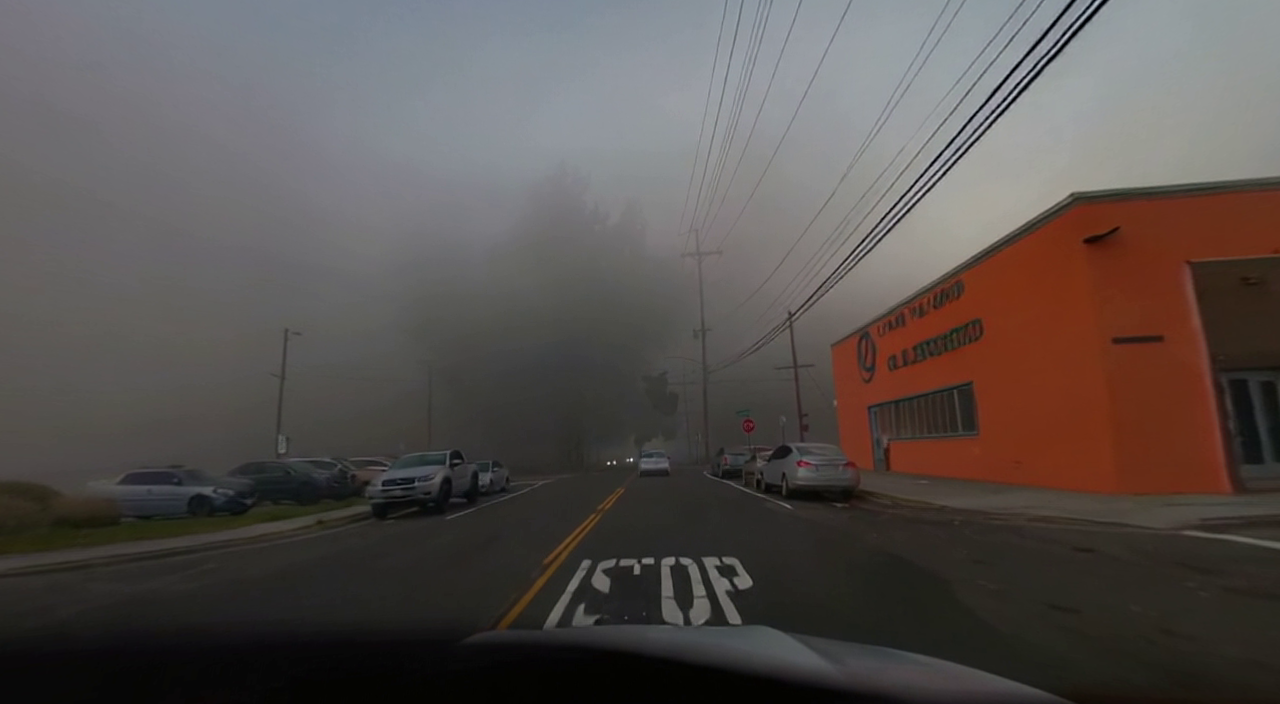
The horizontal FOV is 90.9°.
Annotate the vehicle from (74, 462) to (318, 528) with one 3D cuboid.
[{"bbox_3d":[-11.632,3.759,16.833,4.968,1.493,1.961,0,-8,-2],"label":"vehicle"}]

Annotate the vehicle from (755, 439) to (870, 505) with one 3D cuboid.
[{"bbox_3d":[4.313,3.031,16.516,1.840,1.452,4.517,-1,-8,1],"label":"vehicle"}]

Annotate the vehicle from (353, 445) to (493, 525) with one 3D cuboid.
[{"bbox_3d":[-5.705,3.506,17.426,2.146,1.775,5.117,0,-8,-1],"label":"vehicle"}]

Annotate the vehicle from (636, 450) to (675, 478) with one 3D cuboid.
[{"bbox_3d":[0.983,6.535,37.054,2.033,1.464,4.645,-1,-8,5],"label":"vehicle"}]
